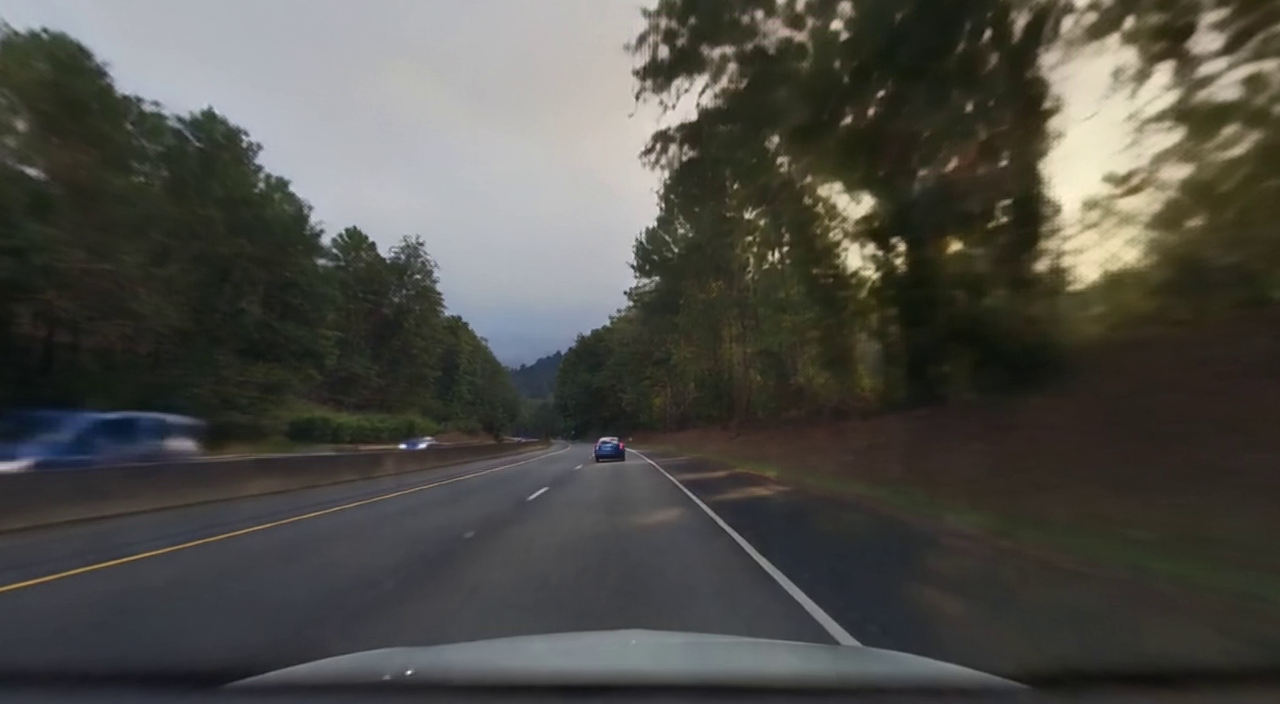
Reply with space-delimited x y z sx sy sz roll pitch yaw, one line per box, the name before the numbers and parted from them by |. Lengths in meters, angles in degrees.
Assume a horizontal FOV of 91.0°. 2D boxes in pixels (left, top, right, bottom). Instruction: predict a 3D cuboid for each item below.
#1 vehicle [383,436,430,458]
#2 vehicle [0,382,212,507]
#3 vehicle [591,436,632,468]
vehicle | -16.529 6.727 44.805 1.923 1.487 4.154 0 -8 -2
vehicle | -11.496 1.832 12.516 2.237 1.989 5.436 0 -8 -1
vehicle | -1.425 5.125 32.528 2.004 1.515 3.968 0 -8 -1
